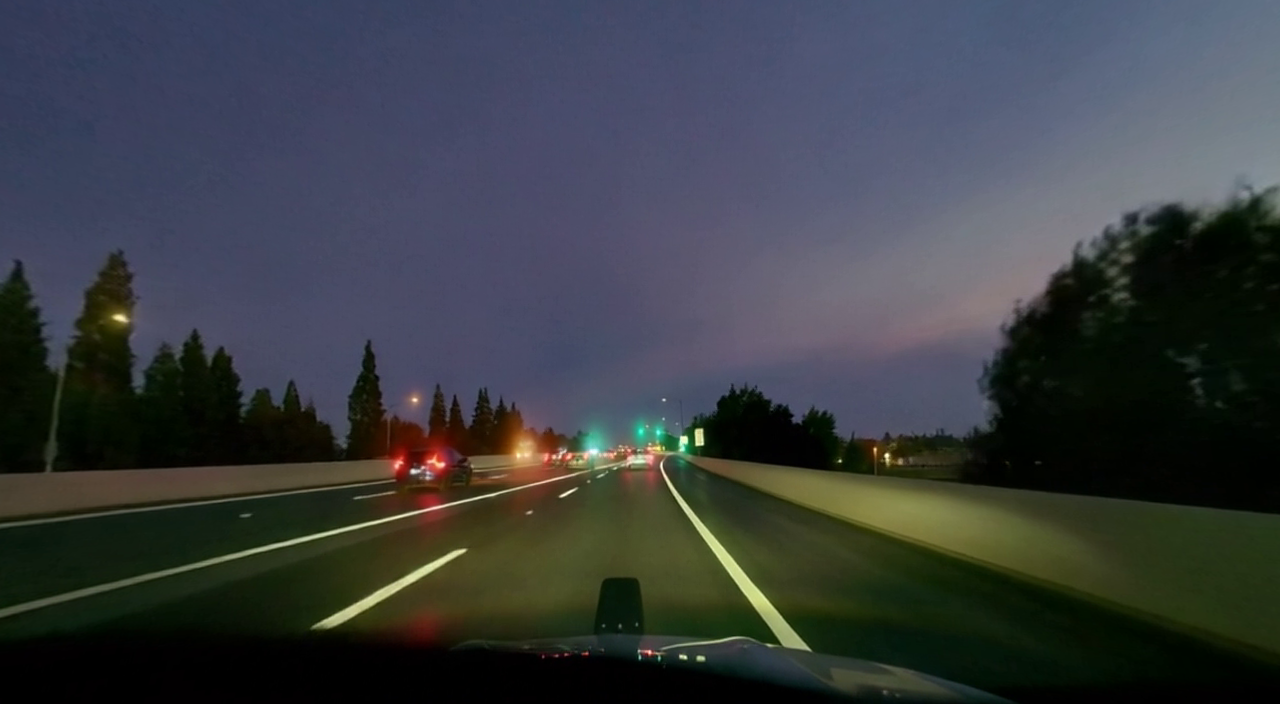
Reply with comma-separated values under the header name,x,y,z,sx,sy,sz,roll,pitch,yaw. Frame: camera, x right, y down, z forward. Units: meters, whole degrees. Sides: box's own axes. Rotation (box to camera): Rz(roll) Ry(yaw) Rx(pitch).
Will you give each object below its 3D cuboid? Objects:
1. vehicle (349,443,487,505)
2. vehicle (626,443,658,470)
name,x,y,z,sx,sy,sz,roll,pitch,yaw
vehicle,-6.370,3.540,18.888,2.102,1.562,4.884,-1,-9,4
vehicle,0.206,7.407,44.964,2.179,1.742,4.396,-1,-9,2
